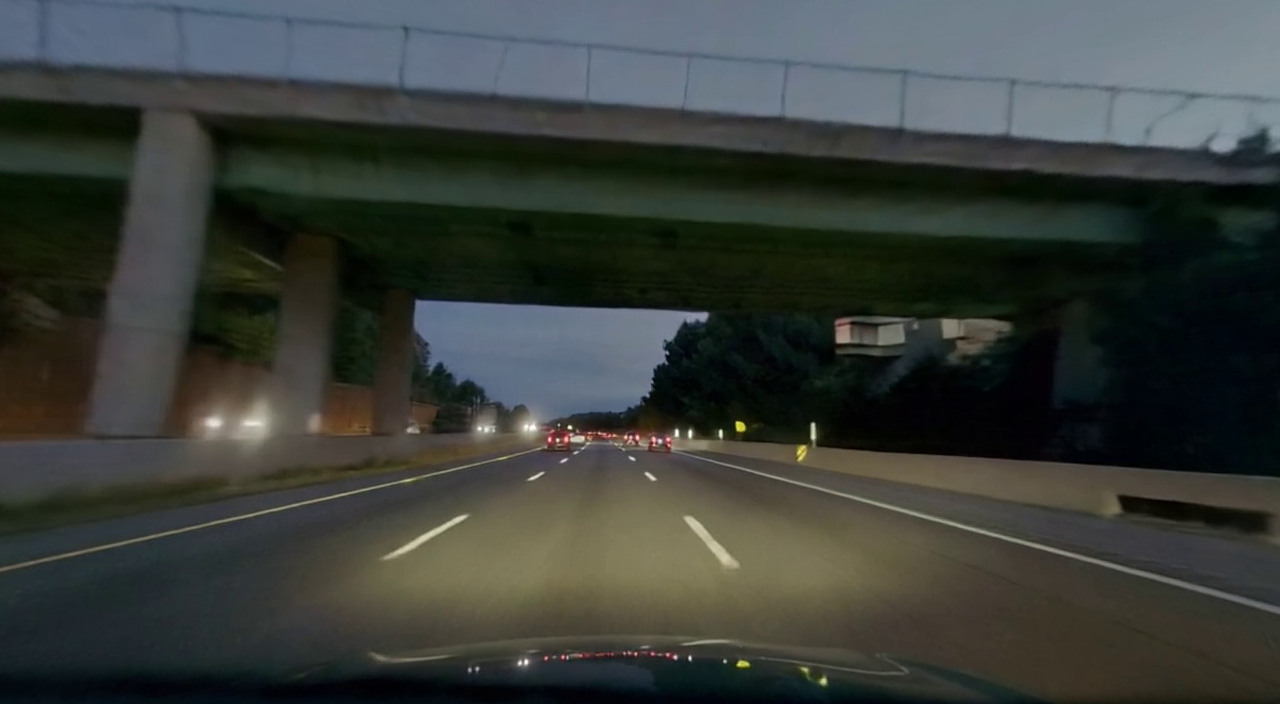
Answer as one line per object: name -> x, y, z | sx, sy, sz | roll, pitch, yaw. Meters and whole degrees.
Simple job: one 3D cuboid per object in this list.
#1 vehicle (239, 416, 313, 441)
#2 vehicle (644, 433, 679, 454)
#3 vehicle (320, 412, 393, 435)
vehicle -> -19.197, 4.098, 33.352 | 1.709, 1.249, 3.954 | 1, -8, -3
vehicle -> 1.425, 6.195, 42.529 | 1.999, 1.329, 3.913 | 1, -8, -4
vehicle -> -15.051, 3.872, 33.631 | 1.973, 1.175, 4.532 | 0, -8, -3
